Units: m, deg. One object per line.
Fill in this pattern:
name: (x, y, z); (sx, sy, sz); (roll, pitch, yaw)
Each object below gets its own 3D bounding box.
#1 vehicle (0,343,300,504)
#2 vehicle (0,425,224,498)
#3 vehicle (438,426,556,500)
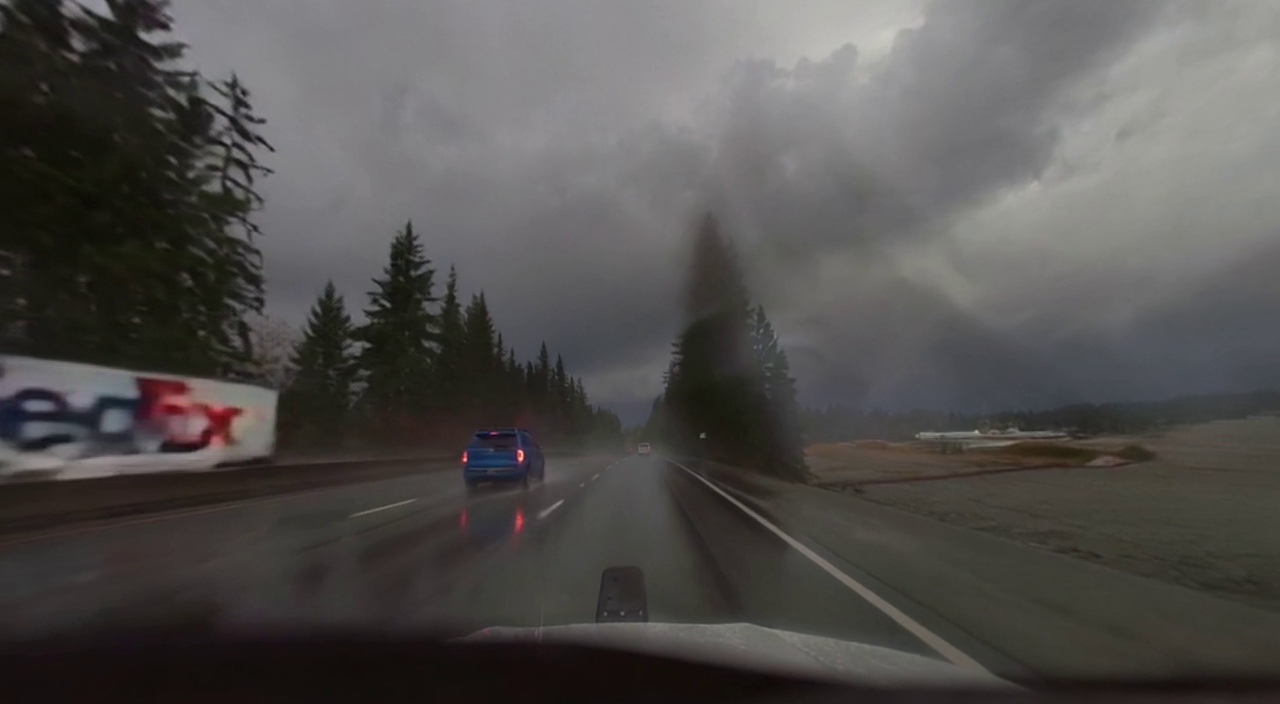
vehicle: (-17.914, 2.637, 21.697); (2.945, 4.100, 16.364); (0, -8, 1)
vehicle: (-13.865, 2.835, 16.788); (1.975, 1.630, 5.130); (0, -8, 0)
vehicle: (-3.726, 2.976, 17.296); (2.084, 1.752, 4.479); (0, -8, 1)
